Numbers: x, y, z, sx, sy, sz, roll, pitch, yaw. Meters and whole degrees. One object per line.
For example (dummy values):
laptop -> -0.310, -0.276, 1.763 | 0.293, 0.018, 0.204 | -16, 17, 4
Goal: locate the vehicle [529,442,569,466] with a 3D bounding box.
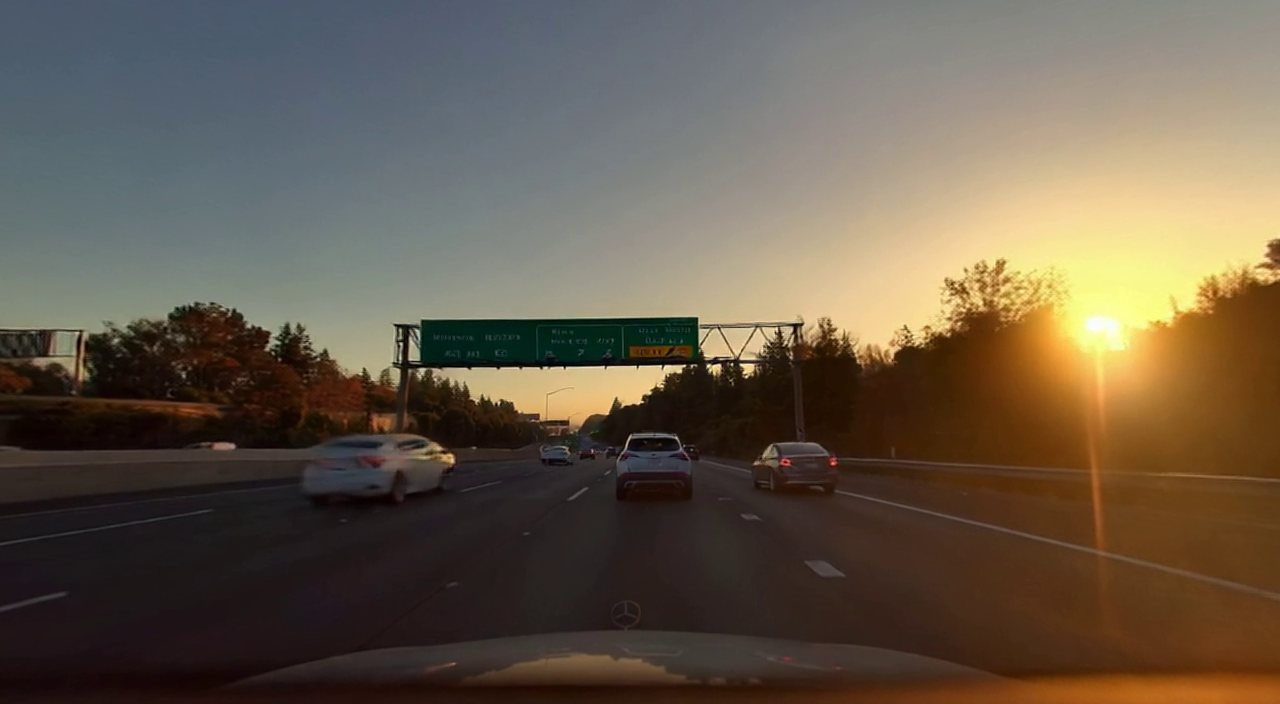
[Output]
vehicle -> -6.506, 7.366, 45.574 | 2.127, 1.644, 4.631 | 0, -9, 1

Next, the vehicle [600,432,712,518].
vehicle -> 0.289, 2.551, 13.482 | 2.044, 1.554, 3.824 | 0, -9, 0

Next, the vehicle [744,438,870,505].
vehicle -> 4.181, 3.078, 16.680 | 2.002, 1.499, 4.710 | 0, -9, 0

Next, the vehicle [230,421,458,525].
vehicle -> -5.804, 2.457, 13.368 | 2.182, 1.743, 5.144 | 0, -9, 2
